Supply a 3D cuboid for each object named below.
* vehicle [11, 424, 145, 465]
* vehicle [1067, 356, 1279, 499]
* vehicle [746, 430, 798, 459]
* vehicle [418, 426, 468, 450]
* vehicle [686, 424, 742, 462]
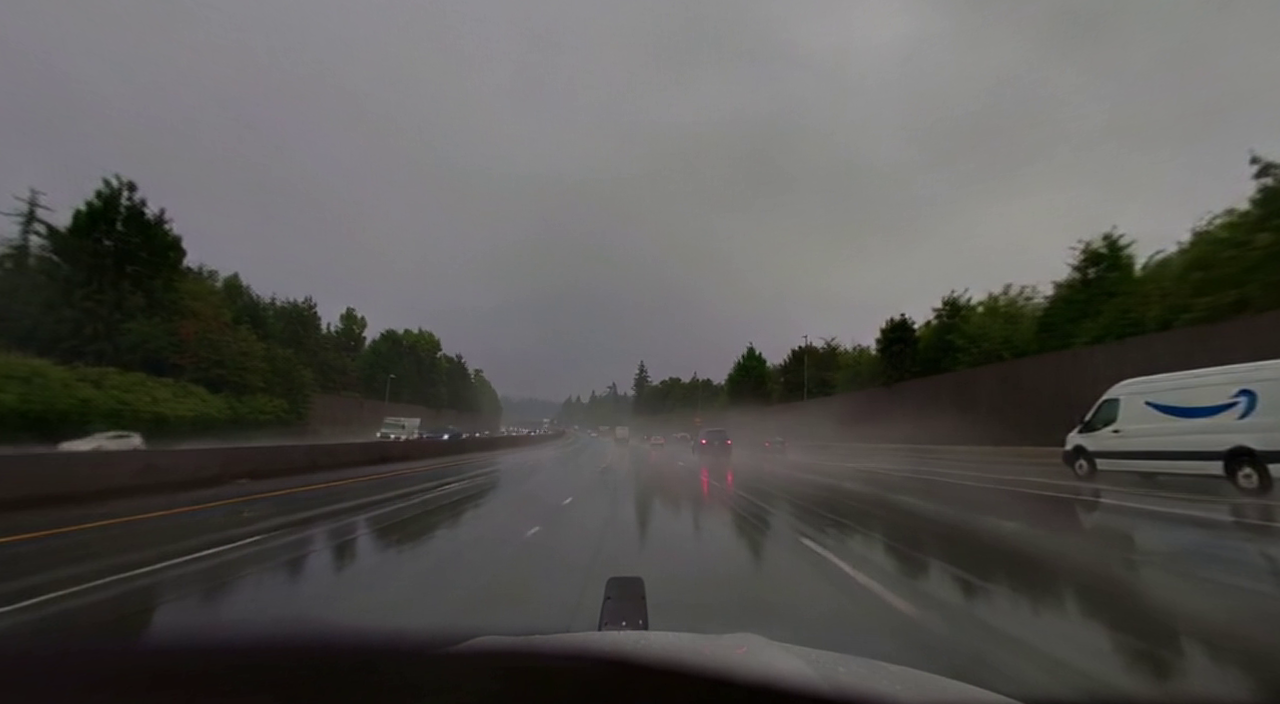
[{"bbox_3d":[-25.186,4.171,28.527,1.921,1.671,4.538,0,-8,-1],"label":"vehicle"},{"bbox_3d":[13.669,1.813,14.735,2.274,2.802,6.802,0,-8,-3],"label":"vehicle"},{"bbox_3d":[7.198,5.097,34.699,1.798,1.473,4.077,0,-8,-2],"label":"vehicle"},{"bbox_3d":[-13.848,6.119,44.635,2.170,1.567,4.506,0,-8,-1],"label":"vehicle"},{"bbox_3d":[3.674,4.608,32.008,2.141,1.732,4.279,0,-8,-2],"label":"vehicle"}]
